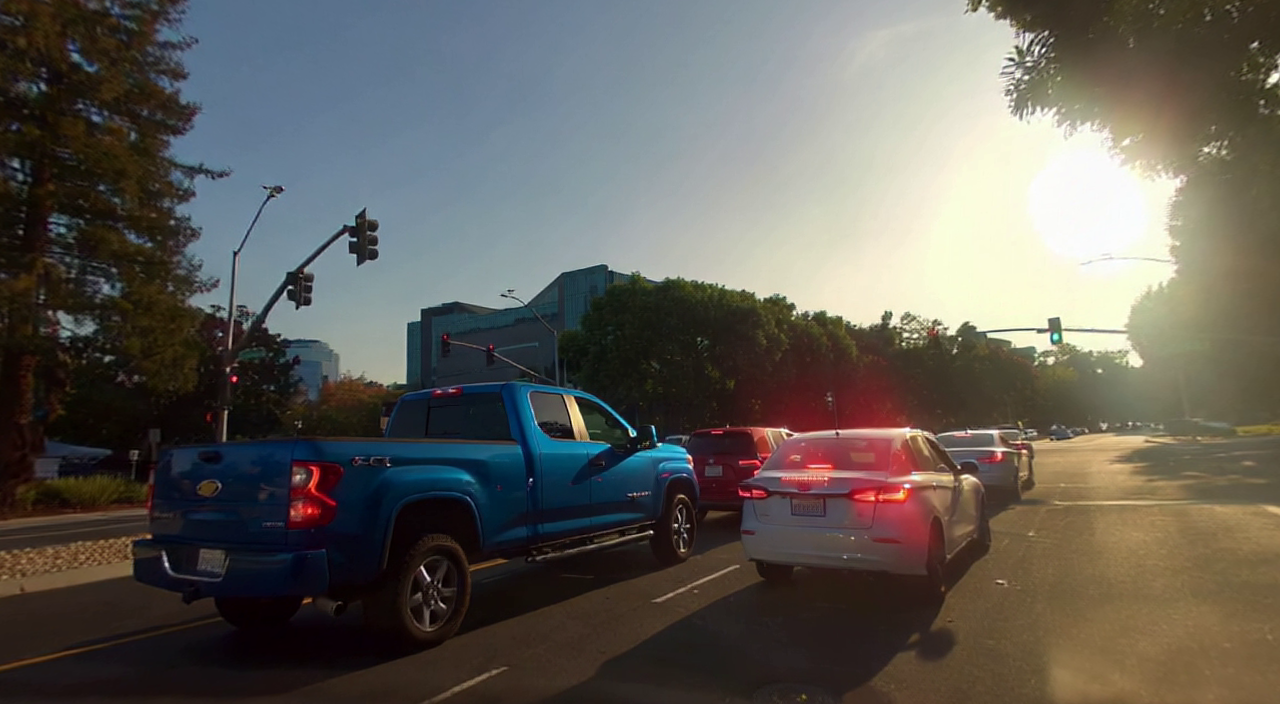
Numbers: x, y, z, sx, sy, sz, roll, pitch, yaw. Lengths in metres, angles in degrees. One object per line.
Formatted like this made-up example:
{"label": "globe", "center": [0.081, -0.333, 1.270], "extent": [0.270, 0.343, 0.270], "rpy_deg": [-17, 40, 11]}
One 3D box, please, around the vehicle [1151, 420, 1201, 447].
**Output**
{"label": "vehicle", "center": [35.761, 5.478, 42.196], "extent": [2.183, 1.714, 4.491], "rpy_deg": [-6, -11, 37]}

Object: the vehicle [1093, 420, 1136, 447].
{"label": "vehicle", "center": [32.796, 5.677, 43.716], "extent": [2.160, 1.790, 4.303], "rpy_deg": [-6, -10, 35]}

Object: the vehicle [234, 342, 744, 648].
{"label": "vehicle", "center": [-0.878, 1.401, 7.460], "extent": [2.272, 2.016, 6.146], "rpy_deg": [-5, -10, 28]}

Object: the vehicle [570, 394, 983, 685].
{"label": "vehicle", "center": [1.713, 1.379, 5.989], "extent": [2.027, 1.549, 4.801], "rpy_deg": [-6, -10, 35]}
